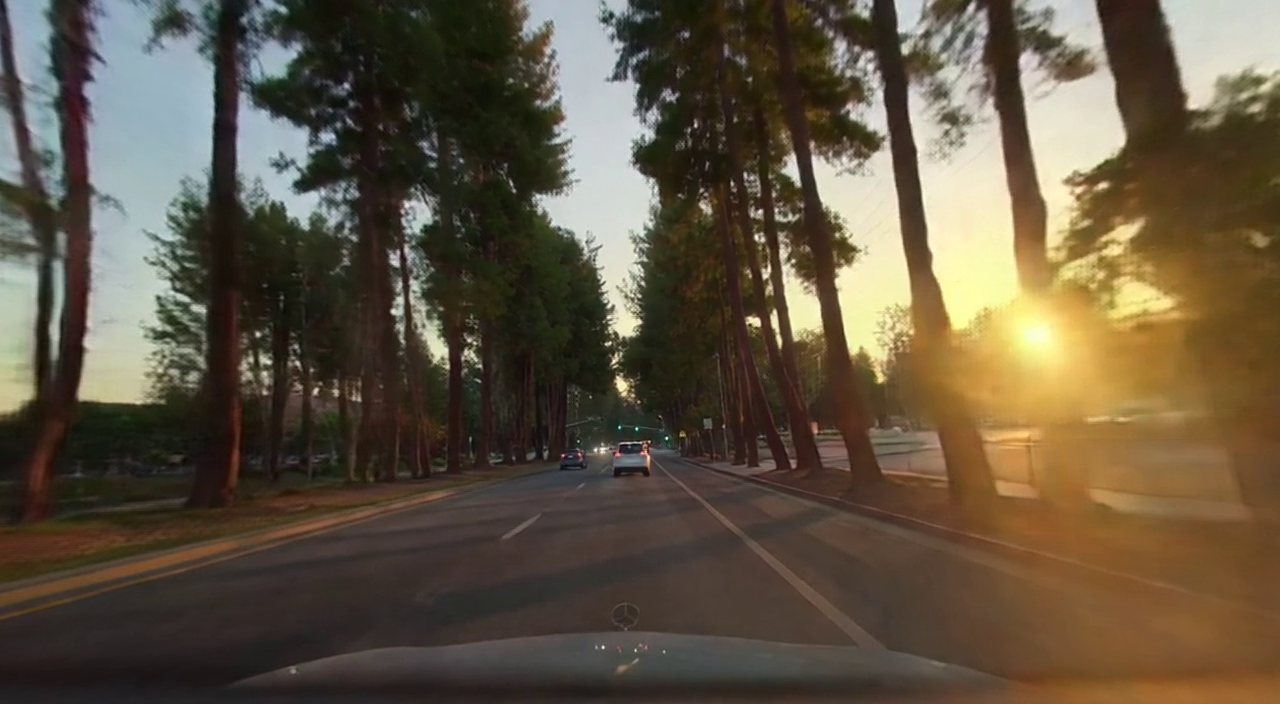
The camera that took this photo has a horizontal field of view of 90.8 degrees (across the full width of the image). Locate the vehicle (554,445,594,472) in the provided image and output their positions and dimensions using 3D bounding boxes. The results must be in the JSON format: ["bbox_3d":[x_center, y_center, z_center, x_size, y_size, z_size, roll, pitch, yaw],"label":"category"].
[{"bbox_3d":[-4.023,6.523,39.019,1.936,1.538,4.016,0,-8,1],"label":"vehicle"}]

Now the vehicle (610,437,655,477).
[{"bbox_3d":[-0.346,4.998,30.304,2.018,1.769,3.897,0,-8,-1],"label":"vehicle"}]
